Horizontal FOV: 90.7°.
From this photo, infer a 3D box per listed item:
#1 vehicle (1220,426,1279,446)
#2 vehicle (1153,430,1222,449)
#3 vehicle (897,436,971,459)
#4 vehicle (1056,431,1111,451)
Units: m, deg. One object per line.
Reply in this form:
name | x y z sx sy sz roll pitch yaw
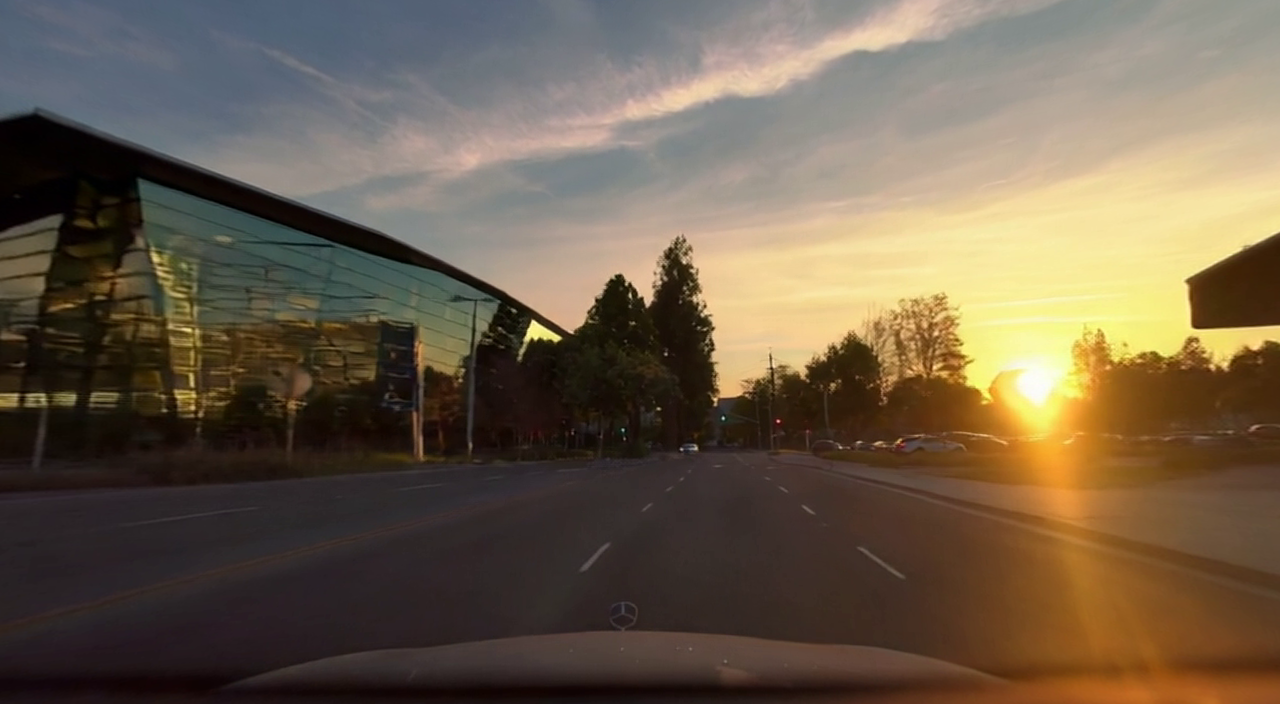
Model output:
vehicle | 47.471 6.542 48.797 1.758 1.451 4.282 -1 -9 7
vehicle | 42.650 6.845 49.380 1.828 1.452 4.242 -1 -9 5
vehicle | 18.983 6.159 40.992 3.991 1.437 1.679 -1 -9 8
vehicle | 34.932 7.068 49.965 1.805 1.466 4.236 -2 -9 9
